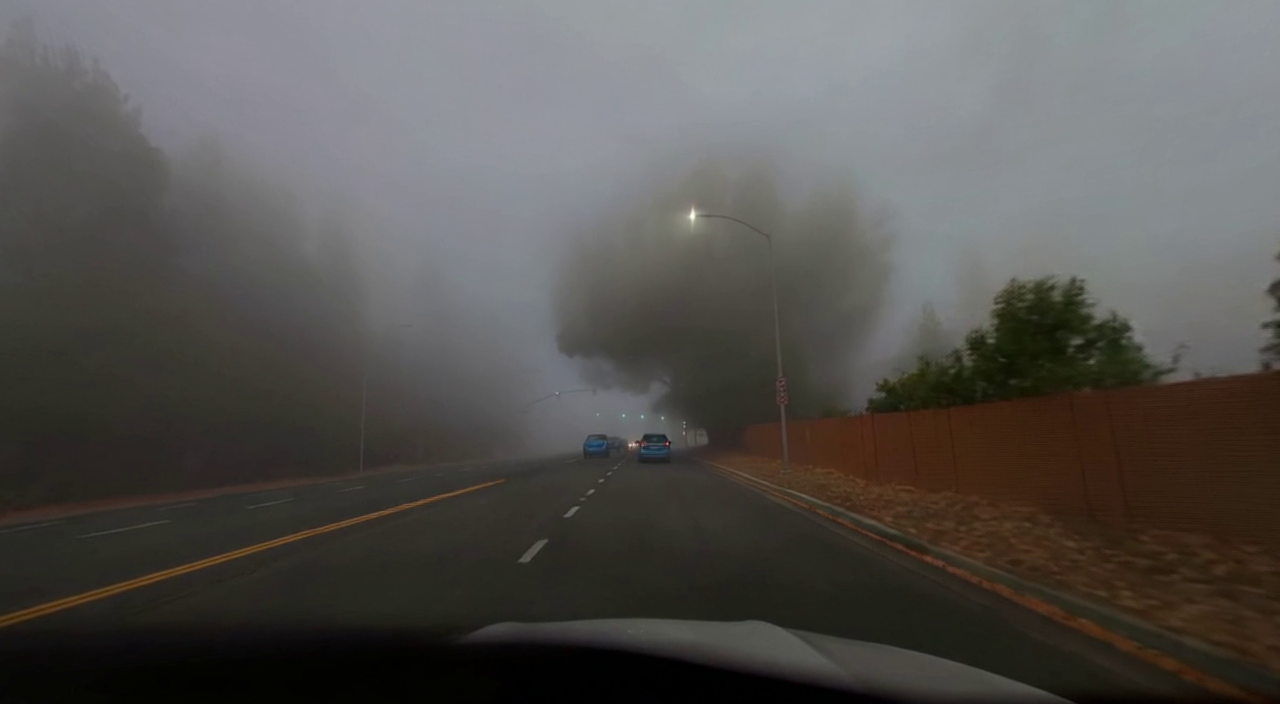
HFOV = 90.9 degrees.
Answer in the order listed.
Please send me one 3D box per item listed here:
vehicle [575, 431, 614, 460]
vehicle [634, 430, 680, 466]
[{"bbox_3d":[-2.907,6.144,41.400,2.190,1.766,4.394,0,-8,1],"label":"vehicle"},{"bbox_3d":[0.813,4.848,31.834,2.127,1.665,3.993,0,-8,0],"label":"vehicle"}]
